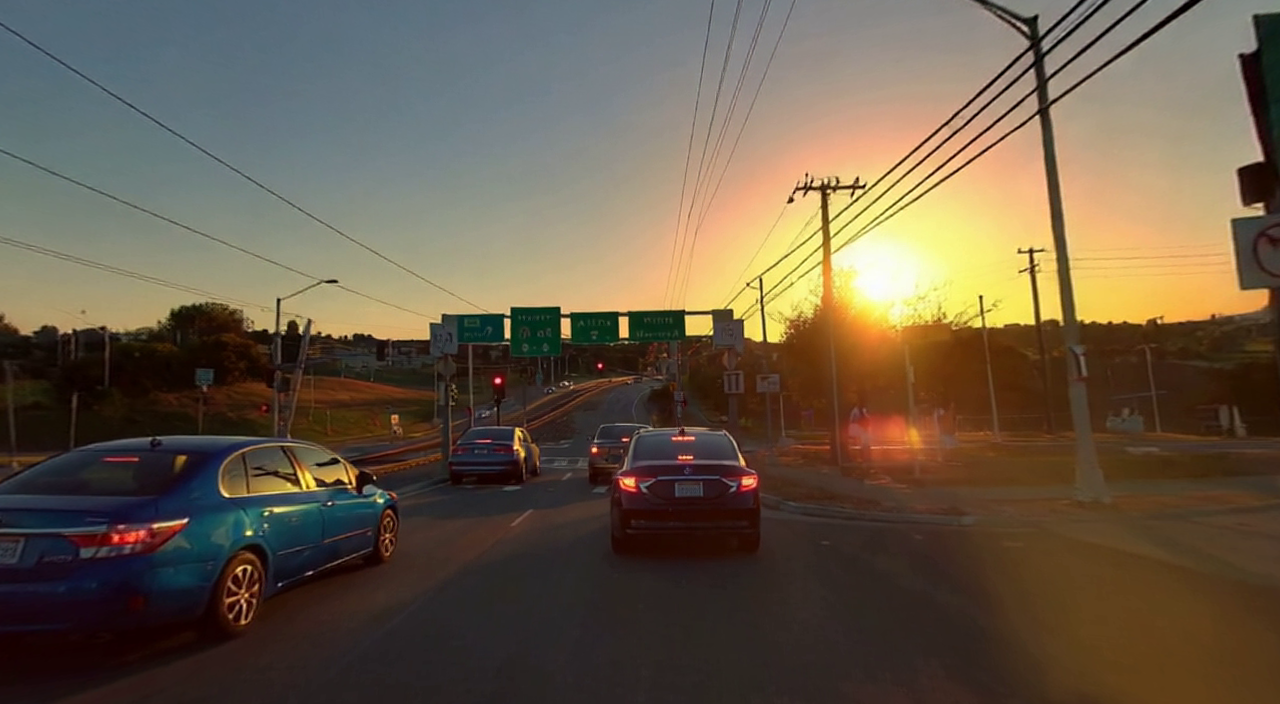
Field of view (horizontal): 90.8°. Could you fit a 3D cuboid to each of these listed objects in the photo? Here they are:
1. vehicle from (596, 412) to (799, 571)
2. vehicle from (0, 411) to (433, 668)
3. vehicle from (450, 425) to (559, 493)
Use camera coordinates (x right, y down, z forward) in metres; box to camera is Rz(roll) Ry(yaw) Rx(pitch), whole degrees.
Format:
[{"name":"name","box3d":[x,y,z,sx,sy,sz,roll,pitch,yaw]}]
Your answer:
[{"name":"vehicle","box3d":[0.439,1.656,8.217,1.998,1.529,3.960,1,-8,-4]},{"name":"vehicle","box3d":[-3.685,1.425,5.998,1.956,1.468,4.585,0,-8,-1]},{"name":"vehicle","box3d":[-3.304,2.706,16.221,1.984,1.505,4.047,0,-8,-1]}]
